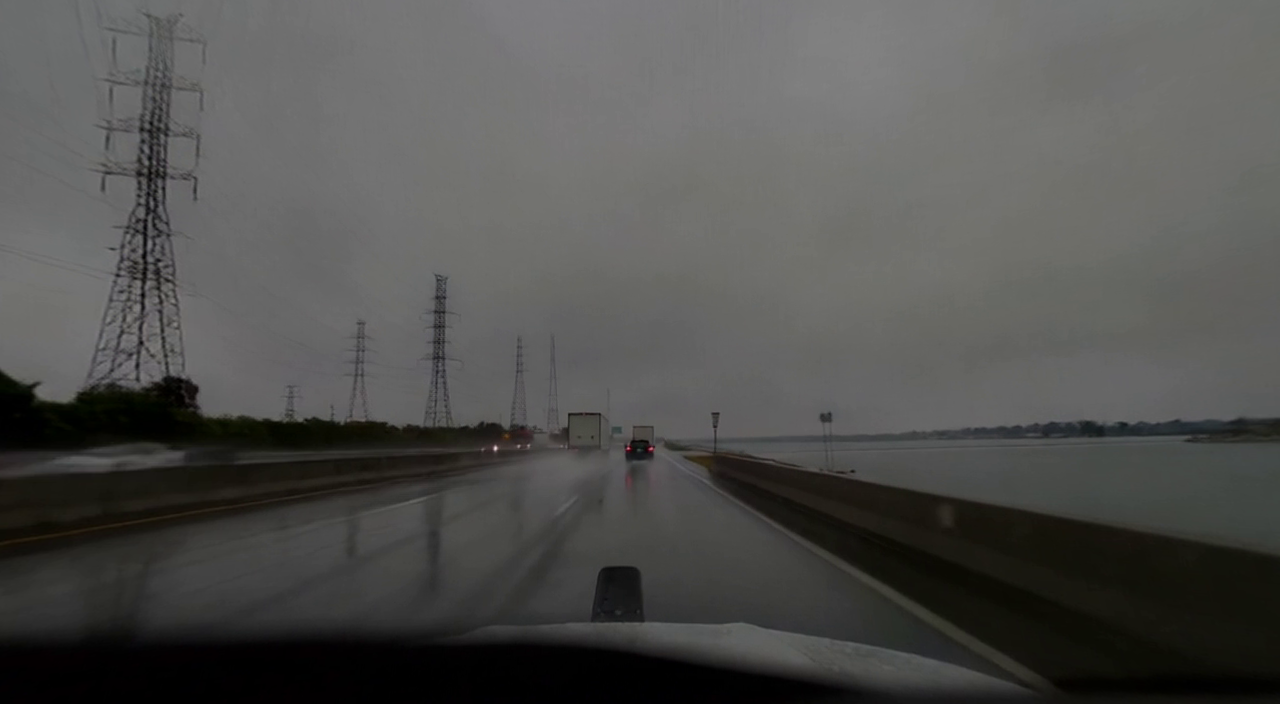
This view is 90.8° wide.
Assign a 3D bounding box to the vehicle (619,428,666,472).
[{"bbox_3d":[0.133,5.163,33.535,2.358,2.144,4.713,0,-8,0],"label":"vehicle"}]

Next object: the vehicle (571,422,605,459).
[{"bbox_3d":[-3.667,6.290,44.607,2.178,2.522,2.054,0,-8,1],"label":"vehicle"}]
